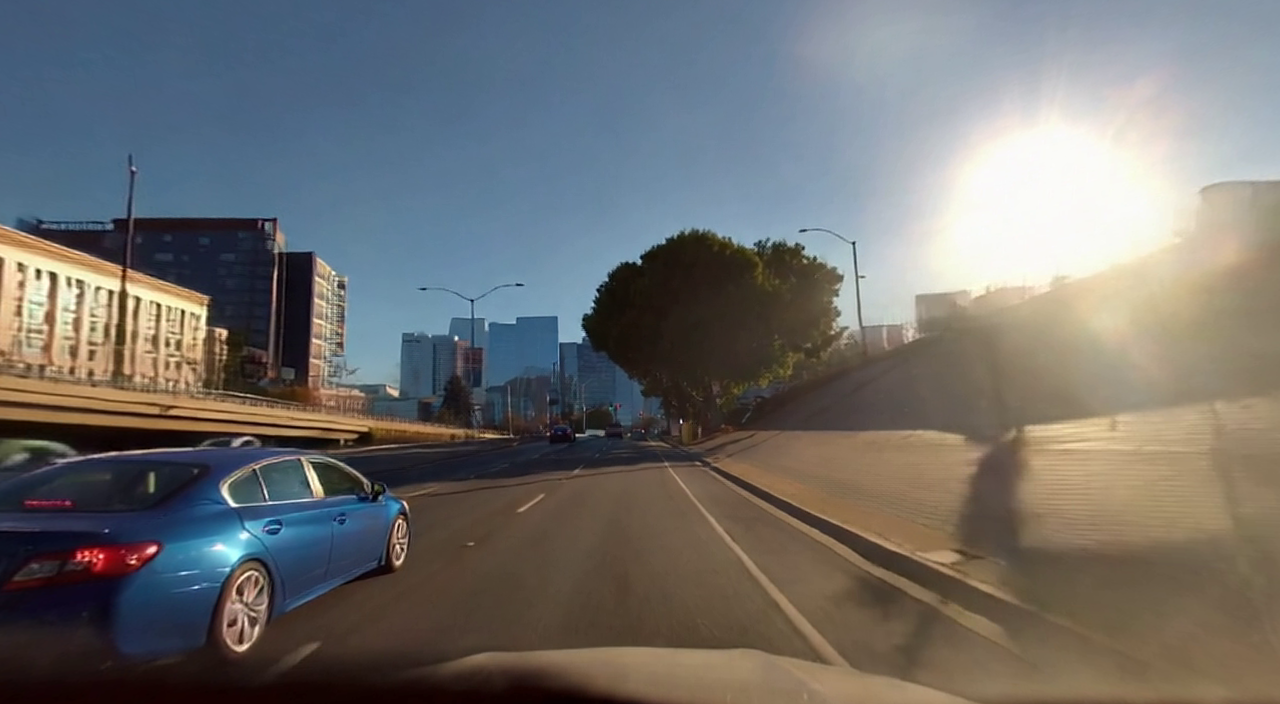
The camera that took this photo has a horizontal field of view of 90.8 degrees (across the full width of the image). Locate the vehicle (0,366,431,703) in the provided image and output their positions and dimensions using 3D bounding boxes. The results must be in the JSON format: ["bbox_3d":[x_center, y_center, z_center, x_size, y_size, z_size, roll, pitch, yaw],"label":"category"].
[{"bbox_3d":[-3.088,1.075,3.955,2.041,1.470,4.290,0,-9,1],"label":"vehicle"}]
